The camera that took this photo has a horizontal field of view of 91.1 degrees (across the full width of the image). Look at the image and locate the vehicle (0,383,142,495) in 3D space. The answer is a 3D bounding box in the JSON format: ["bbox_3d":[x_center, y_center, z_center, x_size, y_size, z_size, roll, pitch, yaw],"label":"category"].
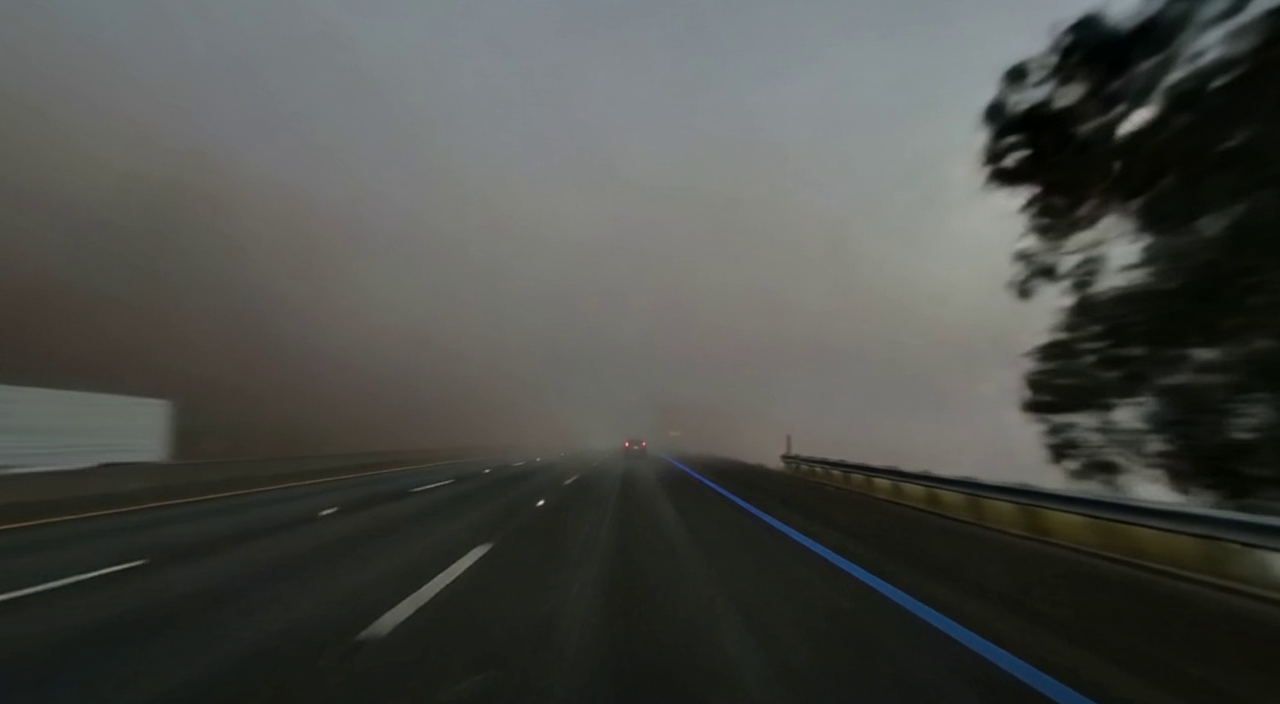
[{"bbox_3d":[-23.146,2.933,21.139,3.093,3.762,12.209,0,-8,-2],"label":"vehicle"}]
